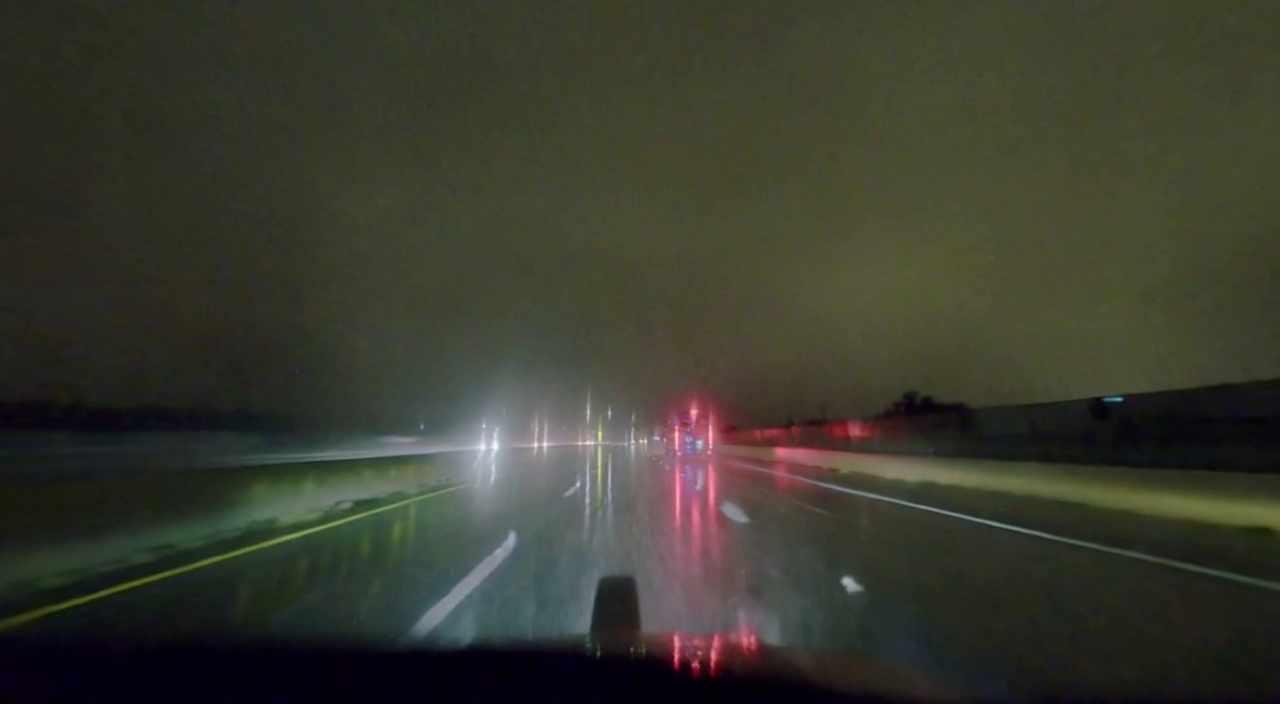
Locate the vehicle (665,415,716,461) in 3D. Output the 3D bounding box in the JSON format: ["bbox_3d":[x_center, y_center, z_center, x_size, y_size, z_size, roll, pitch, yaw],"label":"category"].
[{"bbox_3d":[3.141,5.611,40.928,2.431,2.667,6.921,0,-8,-2],"label":"vehicle"}]
